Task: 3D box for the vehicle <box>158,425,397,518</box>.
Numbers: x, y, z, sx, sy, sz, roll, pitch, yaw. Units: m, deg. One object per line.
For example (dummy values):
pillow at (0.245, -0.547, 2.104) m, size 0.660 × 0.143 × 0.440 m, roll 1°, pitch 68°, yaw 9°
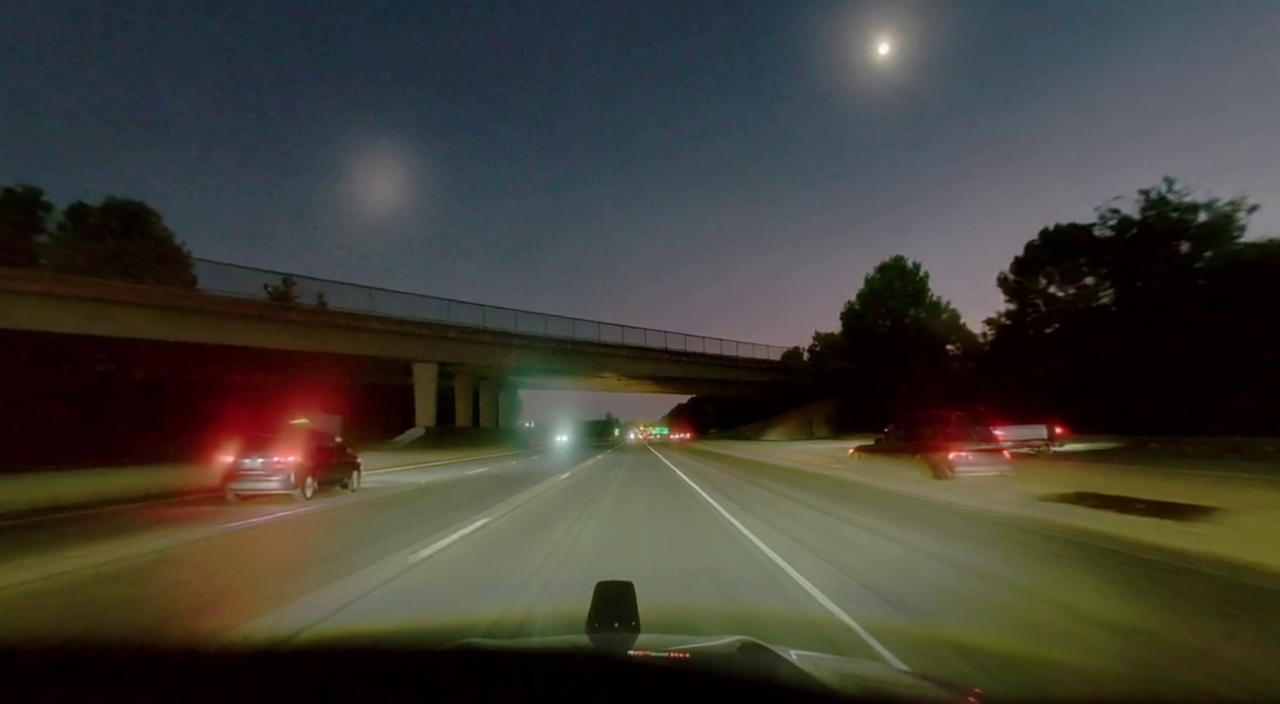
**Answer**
vehicle at (-6.871, 2.276, 12.665) m, size 2.118 × 1.524 × 4.422 m, roll 0°, pitch -8°, yaw 1°
